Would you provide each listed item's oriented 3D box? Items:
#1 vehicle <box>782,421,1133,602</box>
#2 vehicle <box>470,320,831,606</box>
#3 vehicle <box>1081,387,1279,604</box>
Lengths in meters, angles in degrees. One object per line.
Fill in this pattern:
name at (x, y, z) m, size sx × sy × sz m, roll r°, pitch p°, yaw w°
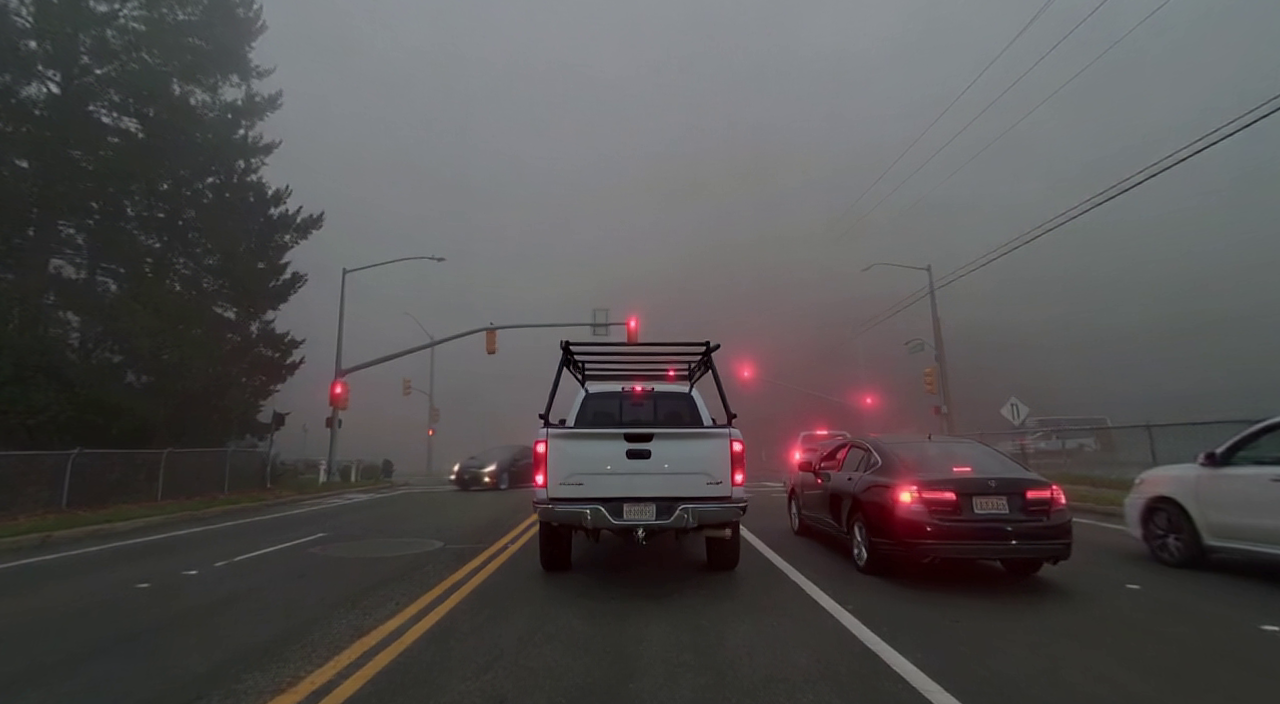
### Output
vehicle at (3.112, 1.637, 7.352) m, size 1.993 × 1.495 × 4.060 m, roll 0°, pitch -8°, yaw 1°
vehicle at (0.089, 1.313, 8.157) m, size 2.831 × 2.284 × 6.149 m, roll 0°, pitch -8°, yaw 0°
vehicle at (6.133, 1.155, 5.091) m, size 1.982 × 1.727 × 4.352 m, roll 0°, pitch -8°, yaw 1°
